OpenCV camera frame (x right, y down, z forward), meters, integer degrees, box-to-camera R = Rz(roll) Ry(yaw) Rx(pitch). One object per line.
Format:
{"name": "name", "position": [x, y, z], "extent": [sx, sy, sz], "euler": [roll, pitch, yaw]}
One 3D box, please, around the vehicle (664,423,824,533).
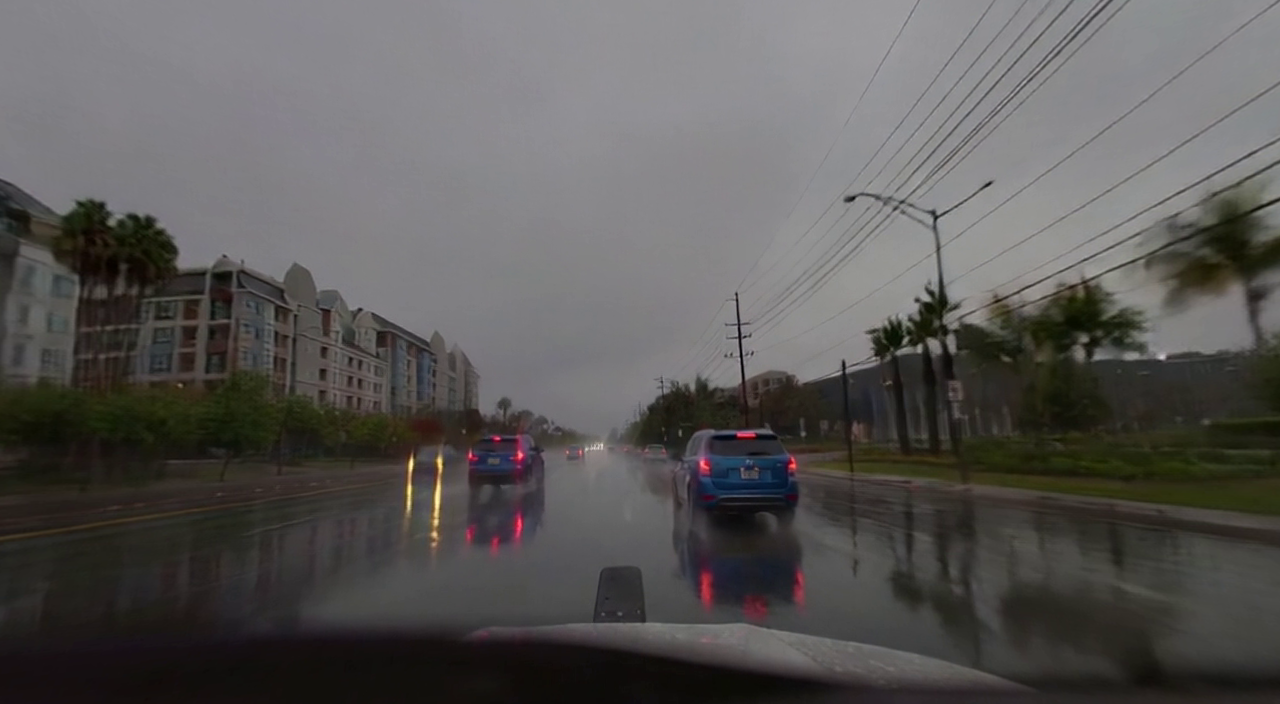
{"name": "vehicle", "position": [1.730, 2.313, 12.134], "extent": [2.198, 1.706, 4.166], "euler": [0, -9, -3]}

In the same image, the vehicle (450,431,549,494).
{"name": "vehicle", "position": [-4.444, 3.598, 20.794], "extent": [2.169, 1.796, 4.821], "euler": [0, -9, 0]}

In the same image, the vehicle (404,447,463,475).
{"name": "vehicle", "position": [-12.608, 6.664, 38.854], "extent": [1.996, 1.569, 5.041], "euler": [0, -9, -1]}

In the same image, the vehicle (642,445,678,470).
{"name": "vehicle", "position": [1.211, 6.741, 40.307], "extent": [1.981, 1.472, 3.923], "euler": [0, -9, -3]}
